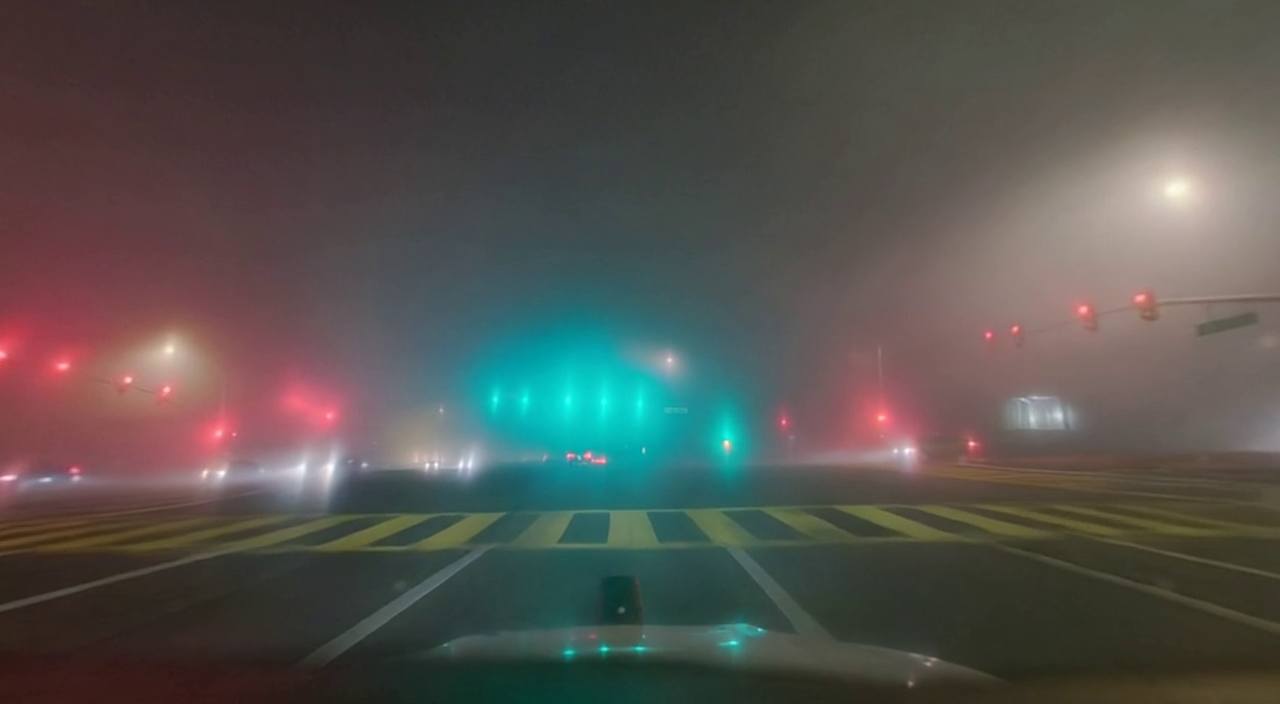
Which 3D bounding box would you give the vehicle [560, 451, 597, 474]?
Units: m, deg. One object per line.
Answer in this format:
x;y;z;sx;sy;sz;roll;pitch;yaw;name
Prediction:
-4.131;7.491;43.171;2.073;1.445;4.151;0;-8;0;vehicle

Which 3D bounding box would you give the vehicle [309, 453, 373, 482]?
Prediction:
-18.590;7.185;39.549;1.864;1.678;4.288;0;-8;1;vehicle

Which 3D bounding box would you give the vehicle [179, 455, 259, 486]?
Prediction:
-25.594;7.188;38.574;1.877;1.640;4.337;0;-8;0;vehicle

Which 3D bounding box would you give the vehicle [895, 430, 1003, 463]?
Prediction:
17.740;5.460;36.487;5.003;1.786;2.369;0;-8;-2;vehicle

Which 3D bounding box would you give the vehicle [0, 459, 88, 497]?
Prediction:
-28.967;5.933;30.009;1.789;1.579;4.026;0;-8;0;vehicle
